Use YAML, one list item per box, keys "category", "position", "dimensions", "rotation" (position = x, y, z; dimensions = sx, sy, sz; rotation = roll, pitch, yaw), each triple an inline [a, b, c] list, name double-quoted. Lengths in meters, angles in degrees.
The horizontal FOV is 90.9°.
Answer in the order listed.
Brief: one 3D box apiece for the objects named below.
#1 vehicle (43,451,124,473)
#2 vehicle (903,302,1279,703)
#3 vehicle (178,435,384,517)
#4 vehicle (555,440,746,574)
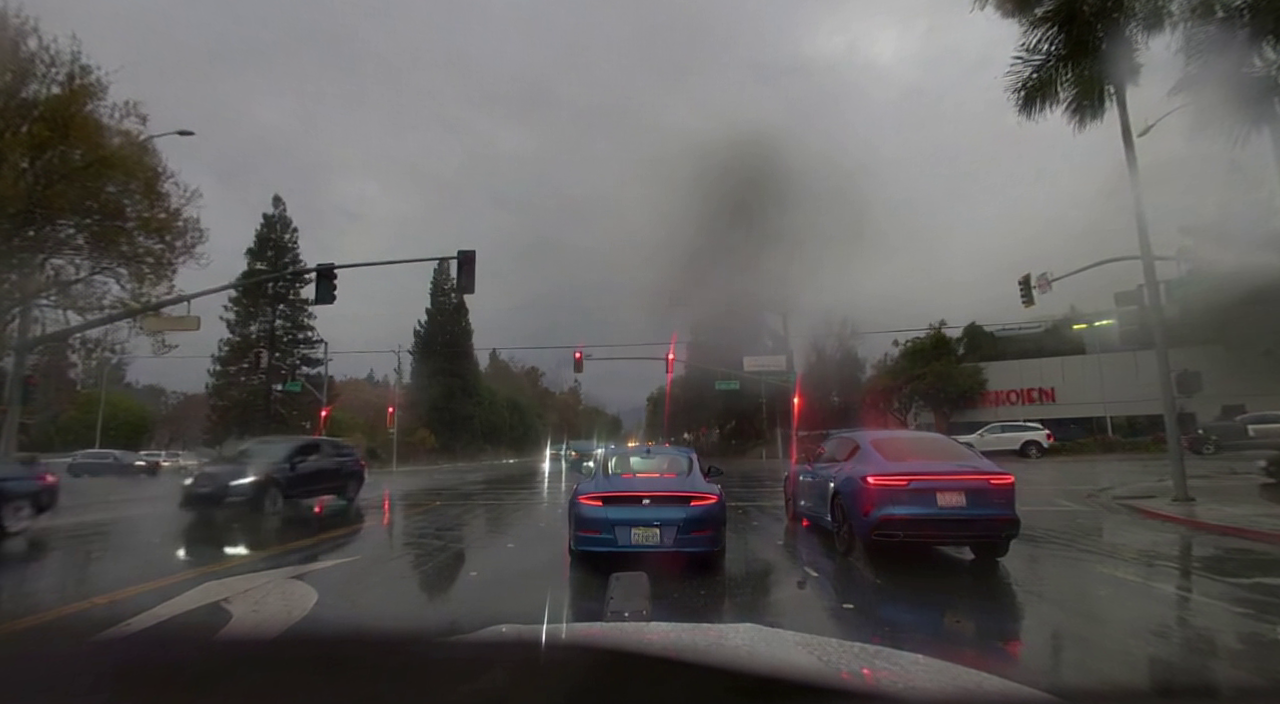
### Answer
- category: "vehicle"
  position: [-41.286, 8.162, 46.804]
  dimensions: [4.195, 1.533, 1.752]
  rotation: [0, -8, -3]
- category: "vehicle"
  position: [3.110, 0.805, 2.539]
  dimensions: [2.143, 1.759, 4.531]
  rotation: [0, -8, 0]
- category: "vehicle"
  position: [-8.353, 2.913, 15.387]
  dimensions: [2.091, 1.651, 4.870]
  rotation: [0, -8, 1]
- category: "vehicle"
  position: [0.123, 1.871, 8.396]
  dimensions: [1.945, 1.343, 3.827]
  rotation: [0, -8, 1]
